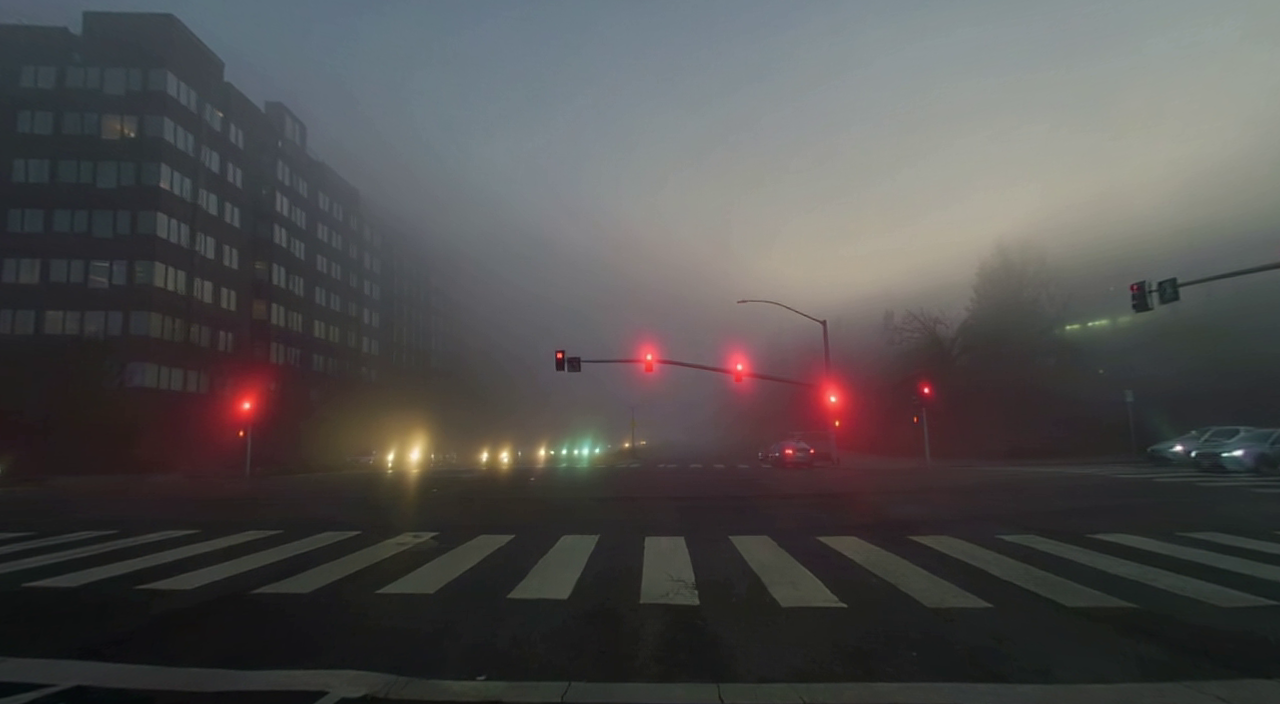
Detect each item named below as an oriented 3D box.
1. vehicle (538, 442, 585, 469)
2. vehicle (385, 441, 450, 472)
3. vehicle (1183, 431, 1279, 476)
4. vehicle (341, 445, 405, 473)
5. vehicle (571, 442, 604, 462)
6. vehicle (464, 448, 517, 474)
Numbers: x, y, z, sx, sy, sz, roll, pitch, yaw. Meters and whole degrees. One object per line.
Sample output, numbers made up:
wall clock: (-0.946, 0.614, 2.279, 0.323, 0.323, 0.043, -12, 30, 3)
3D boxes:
vehicle: (-4.558, 6.072, 37.236, 2.109, 1.461, 4.637, 0, -9, 1)
vehicle: (-15.123, 7.124, 43.262, 2.340, 1.946, 5.450, -1, -9, 1)
vehicle: (22.328, 3.567, 22.354, 4.474, 1.477, 1.908, 0, -9, -3)
vehicle: (-18.532, 7.413, 44.083, 2.237, 1.842, 5.116, 0, -9, 0)
vehicle: (-4.040, 7.832, 49.458, 2.115, 1.445, 4.864, 0, -9, 1)
vehicle: (-7.940, 5.802, 33.952, 1.910, 1.288, 4.093, 0, -9, -1)
